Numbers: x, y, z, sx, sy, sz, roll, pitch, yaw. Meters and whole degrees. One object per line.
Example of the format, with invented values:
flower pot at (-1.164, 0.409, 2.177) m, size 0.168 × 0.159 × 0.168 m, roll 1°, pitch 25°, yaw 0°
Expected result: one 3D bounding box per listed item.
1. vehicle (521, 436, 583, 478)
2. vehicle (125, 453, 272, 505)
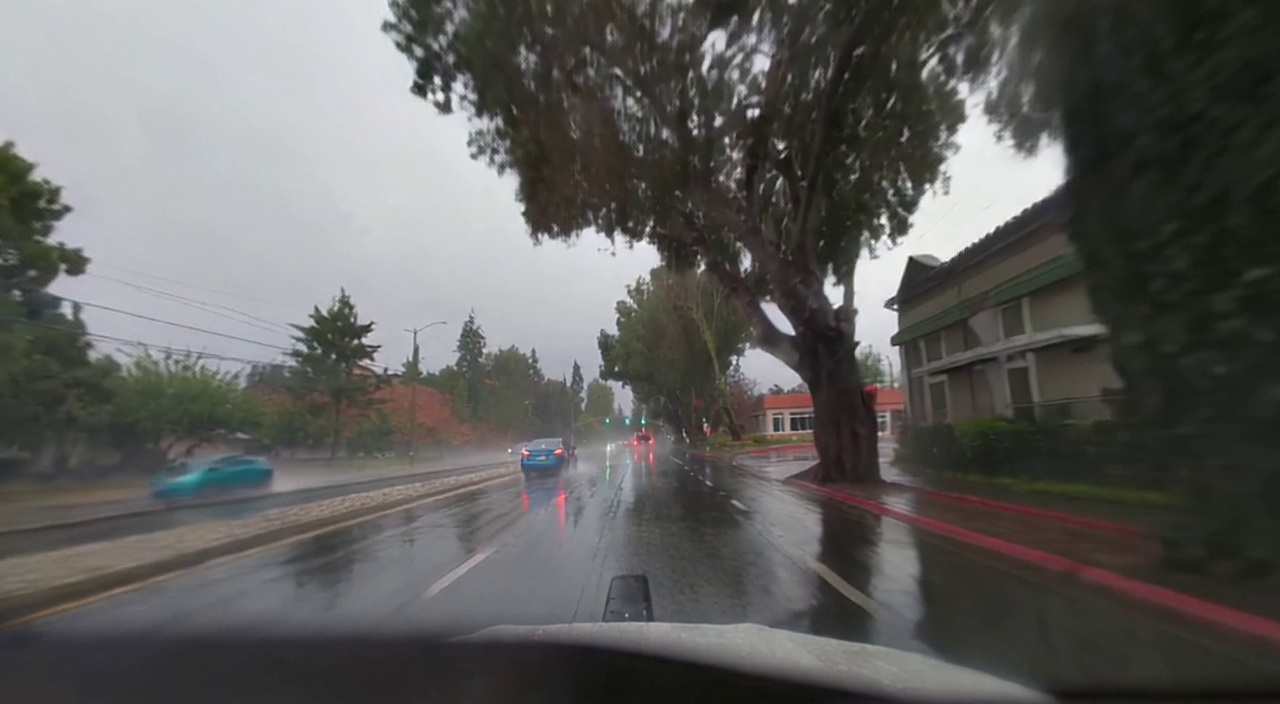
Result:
vehicle at (-3.680, 4.482, 27.103) m, size 1.914 × 1.630 × 4.351 m, roll -1°, pitch -8°, yaw 2°
vehicle at (-16.011, 4.584, 23.226) m, size 1.967 × 1.581 × 4.663 m, roll -1°, pitch -8°, yaw 1°
